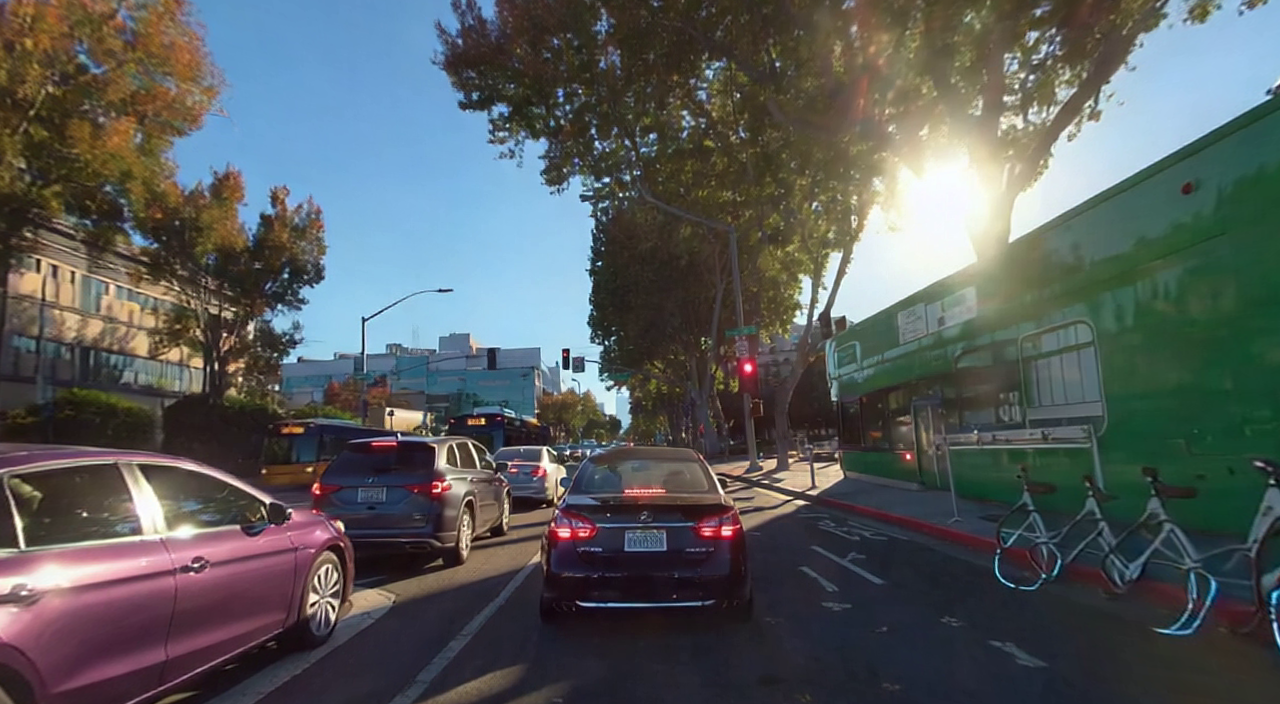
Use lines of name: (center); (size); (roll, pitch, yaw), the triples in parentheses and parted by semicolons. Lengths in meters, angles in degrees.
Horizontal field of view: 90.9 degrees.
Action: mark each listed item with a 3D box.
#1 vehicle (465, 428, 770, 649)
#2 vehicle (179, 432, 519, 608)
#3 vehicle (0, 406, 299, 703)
vehicle: (-0.138, 1.527, 6.171); (2.031, 1.461, 3.763); (0, -8, 0)
vehicle: (-2.913, 1.760, 7.636); (1.944, 1.481, 4.385); (0, -8, 1)
vehicle: (-3.163, 0.867, 1.711); (1.867, 1.486, 4.452); (0, -8, 2)
